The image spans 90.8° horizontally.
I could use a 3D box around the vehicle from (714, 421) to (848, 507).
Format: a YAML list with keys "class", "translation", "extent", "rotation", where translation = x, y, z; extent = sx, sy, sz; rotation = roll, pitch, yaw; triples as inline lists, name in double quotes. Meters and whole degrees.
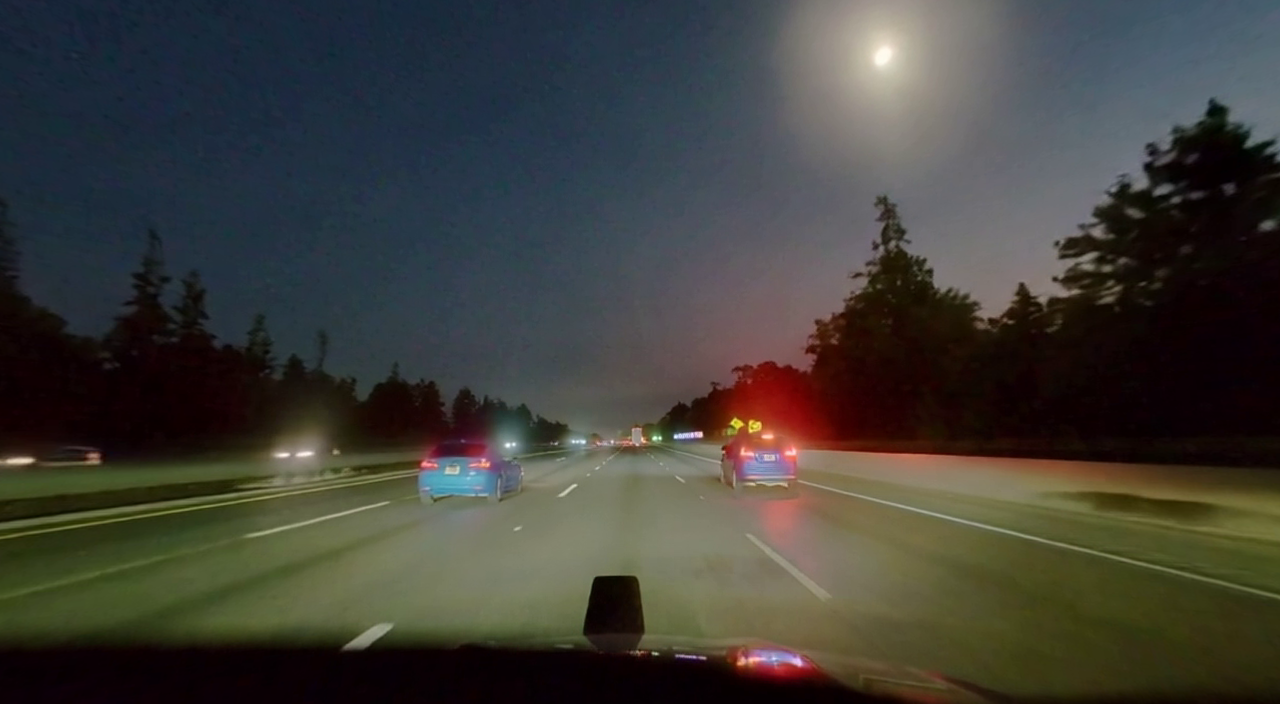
- class: "vehicle"
  translation: [3.078, 2.567, 14.790]
  extent: [2.053, 1.714, 4.097]
  rotation: [0, -9, -2]

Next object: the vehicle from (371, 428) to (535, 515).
- class: "vehicle"
  translation: [-3.849, 2.580, 14.124]
  extent: [2.118, 1.573, 4.940]
  rotation: [0, -9, 0]

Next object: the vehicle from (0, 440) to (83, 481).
- class: "vehicle"
  translation: [-25.190, 4.297, 25.104]
  extent: [2.132, 1.501, 4.345]
  rotation: [0, -9, 0]

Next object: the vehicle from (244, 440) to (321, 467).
- class: "vehicle"
  translation: [-21.552, 6.162, 38.344]
  extent: [1.879, 1.502, 4.735]
  rotation: [0, -9, 0]

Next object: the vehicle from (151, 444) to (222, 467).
- class: "vehicle"
  translation: [-33.161, 7.556, 46.311]
  extent: [1.903, 1.566, 4.432]
  rotation: [0, -9, 0]
